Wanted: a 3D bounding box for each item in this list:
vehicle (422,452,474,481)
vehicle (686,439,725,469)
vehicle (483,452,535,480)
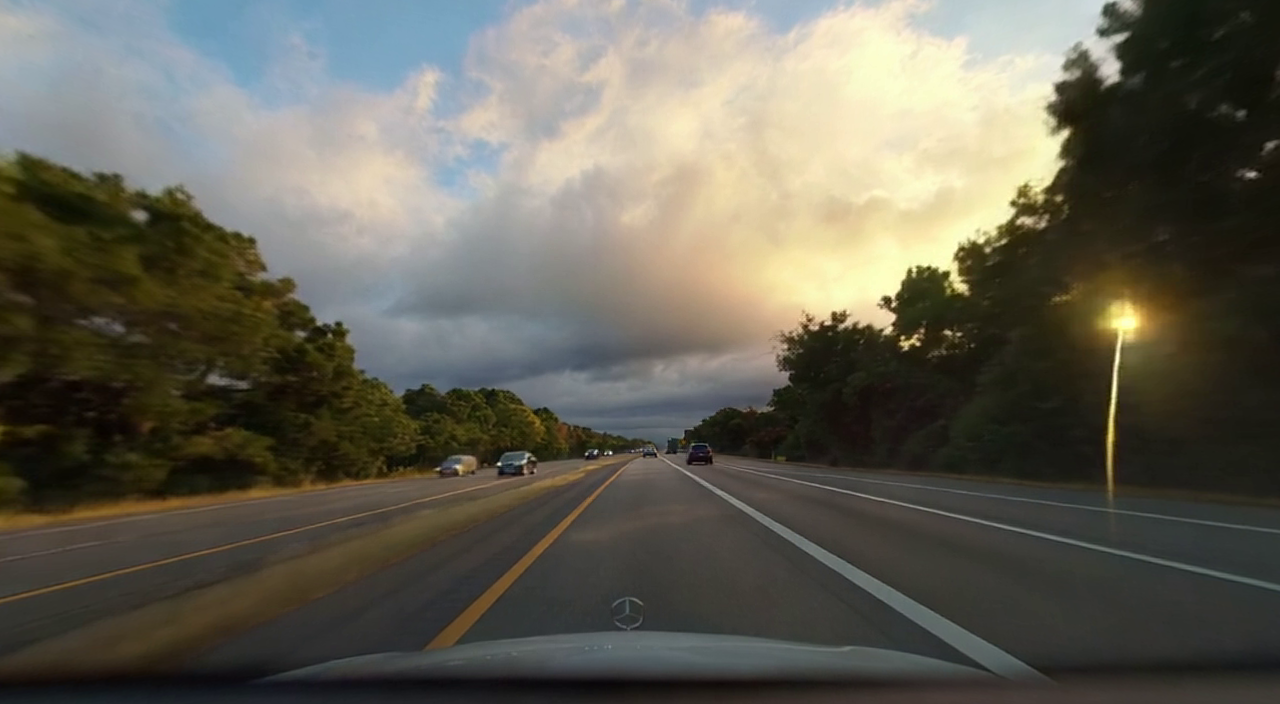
[{"bbox_3d":[-12.509,7.457,41.301,1.914,1.702,4.605,0,-9,1],"label":"vehicle"},{"bbox_3d":[4.619,7.267,45.134,2.189,2.007,4.872,0,-9,-1],"label":"vehicle"},{"bbox_3d":[-7.662,6.693,37.334,1.971,1.514,4.586,0,-9,1],"label":"vehicle"}]
